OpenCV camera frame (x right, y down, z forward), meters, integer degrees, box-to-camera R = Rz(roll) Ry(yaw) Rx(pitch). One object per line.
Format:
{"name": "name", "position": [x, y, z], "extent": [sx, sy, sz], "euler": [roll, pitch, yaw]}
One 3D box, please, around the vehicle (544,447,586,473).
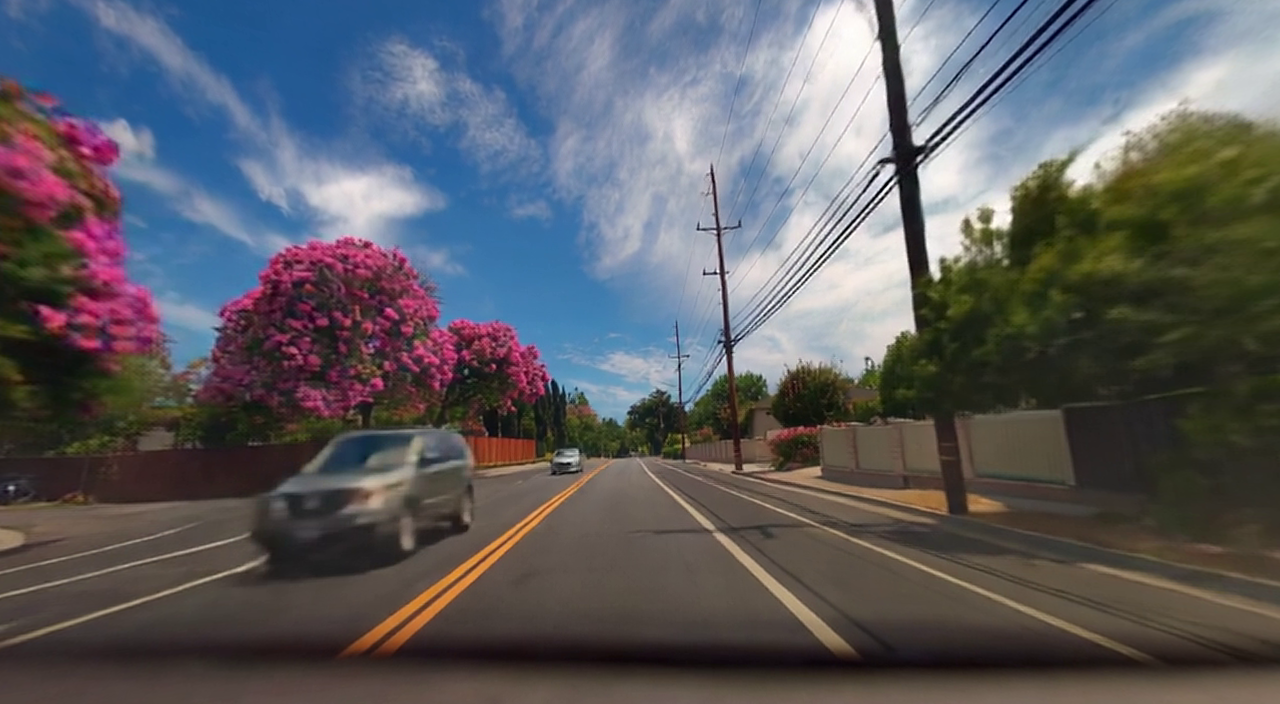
{"name": "vehicle", "position": [-4.500, 6.527, 38.403], "extent": [2.074, 1.511, 4.126], "euler": [0, -9, 0]}

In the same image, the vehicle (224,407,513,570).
{"name": "vehicle", "position": [-3.708, 1.988, 10.042], "extent": [2.357, 1.893, 5.084], "euler": [0, -9, -1]}

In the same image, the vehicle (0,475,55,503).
{"name": "vehicle", "position": [-36.979, 8.018, 36.891], "extent": [1.669, 1.429, 4.145], "euler": [-2, -8, -1]}
